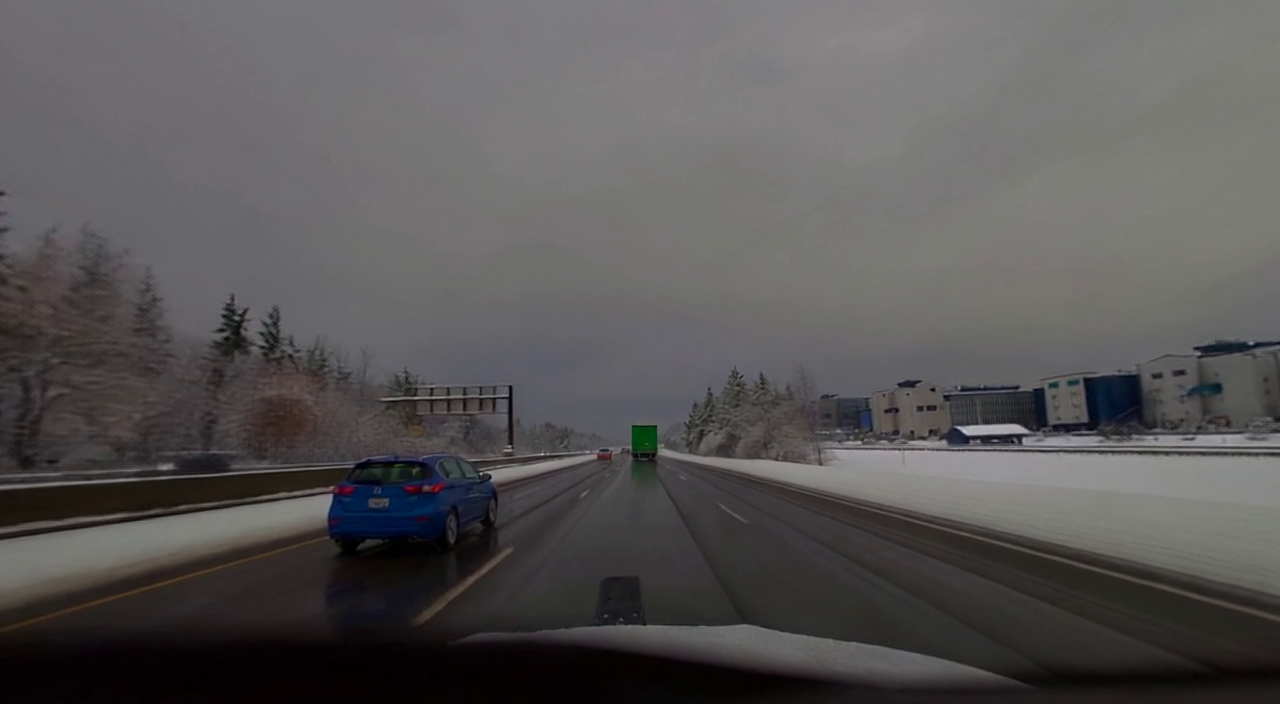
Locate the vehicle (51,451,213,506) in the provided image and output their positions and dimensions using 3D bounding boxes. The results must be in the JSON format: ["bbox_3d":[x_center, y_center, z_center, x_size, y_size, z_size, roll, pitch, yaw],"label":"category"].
[{"bbox_3d":[-17.071,4.216,21.534,1.858,1.642,4.420,-1,-9,0],"label":"vehicle"}]

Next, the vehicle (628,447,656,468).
[{"bbox_3d":[0.199,8.204,49.199,2.094,1.559,3.945,-1,-9,1],"label":"vehicle"}]
